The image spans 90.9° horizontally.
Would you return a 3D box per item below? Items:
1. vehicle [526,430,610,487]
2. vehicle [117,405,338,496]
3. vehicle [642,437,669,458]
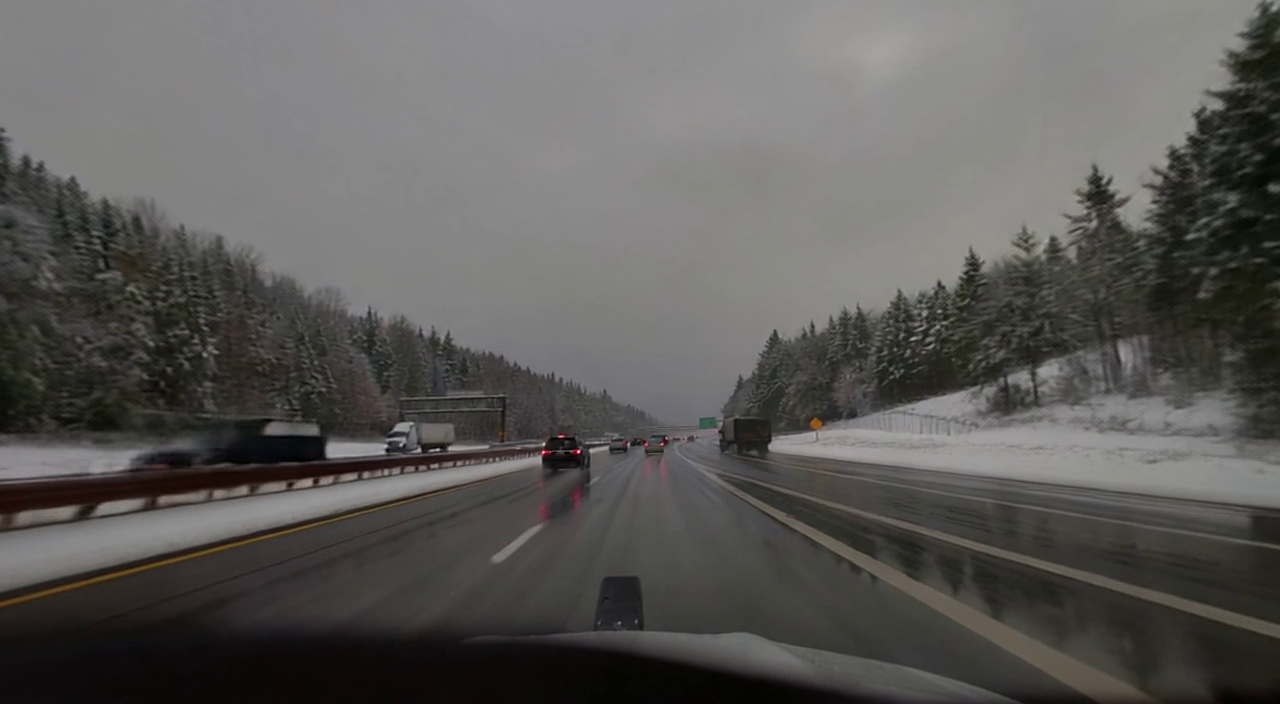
[{"bbox_3d":[-2.211,3.389,20.492,2.137,1.618,4.209,0,-8,1],"label":"vehicle"},{"bbox_3d":[-11.659,2.852,18.637,2.310,2.226,6.079,0,-8,1],"label":"vehicle"},{"bbox_3d":[1.171,7.302,48.341,2.004,1.465,3.842,0,-8,1],"label":"vehicle"}]
